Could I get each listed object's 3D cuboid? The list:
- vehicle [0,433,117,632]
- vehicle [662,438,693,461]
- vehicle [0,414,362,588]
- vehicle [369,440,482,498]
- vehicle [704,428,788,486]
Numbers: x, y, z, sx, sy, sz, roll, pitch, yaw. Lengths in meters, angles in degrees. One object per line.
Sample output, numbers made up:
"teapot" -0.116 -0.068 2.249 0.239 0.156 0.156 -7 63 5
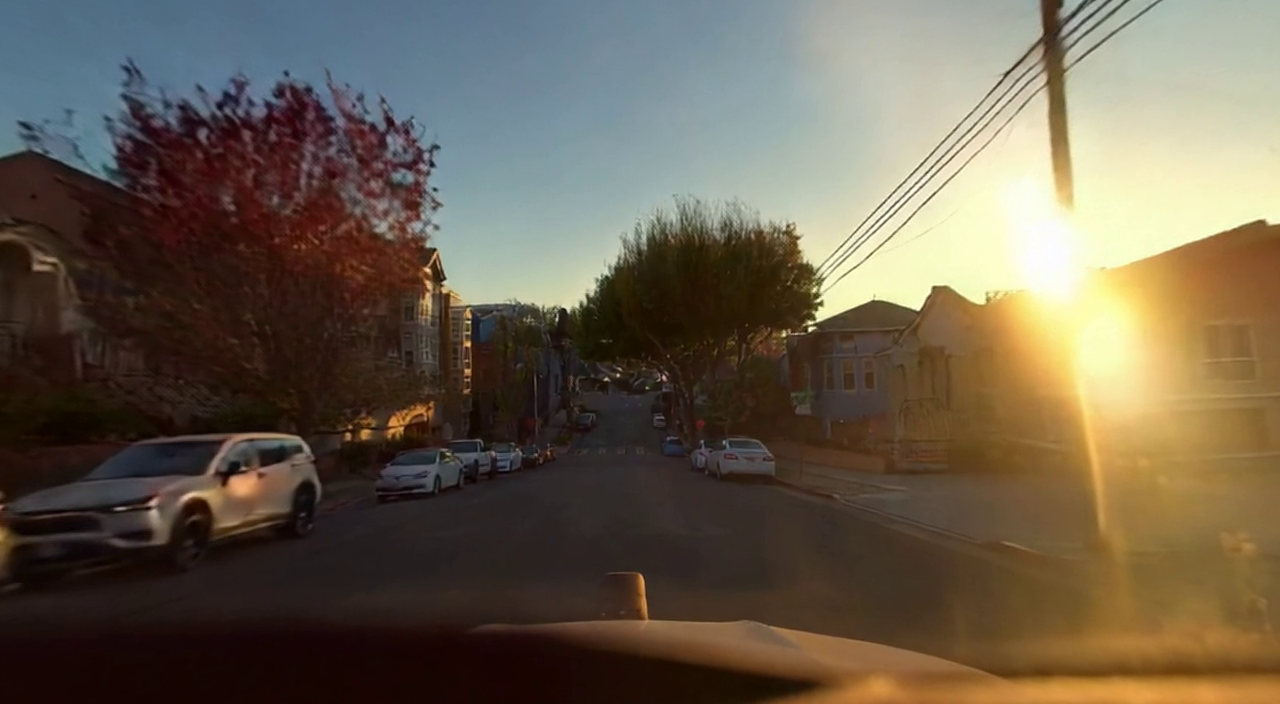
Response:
"vehicle" -5.784 1.180 3.510 1.998 1.485 4.476 0 -8 -2
"vehicle" 2.795 7.396 48.102 1.966 1.620 4.187 0 -8 -3
"vehicle" -5.753 1.802 8.530 1.958 1.682 4.536 0 -8 -1
"vehicle" -6.073 3.341 18.442 2.003 1.489 4.051 0 -8 -2
"vehicle" 3.466 3.548 21.551 1.952 1.738 4.518 0 -8 -1
